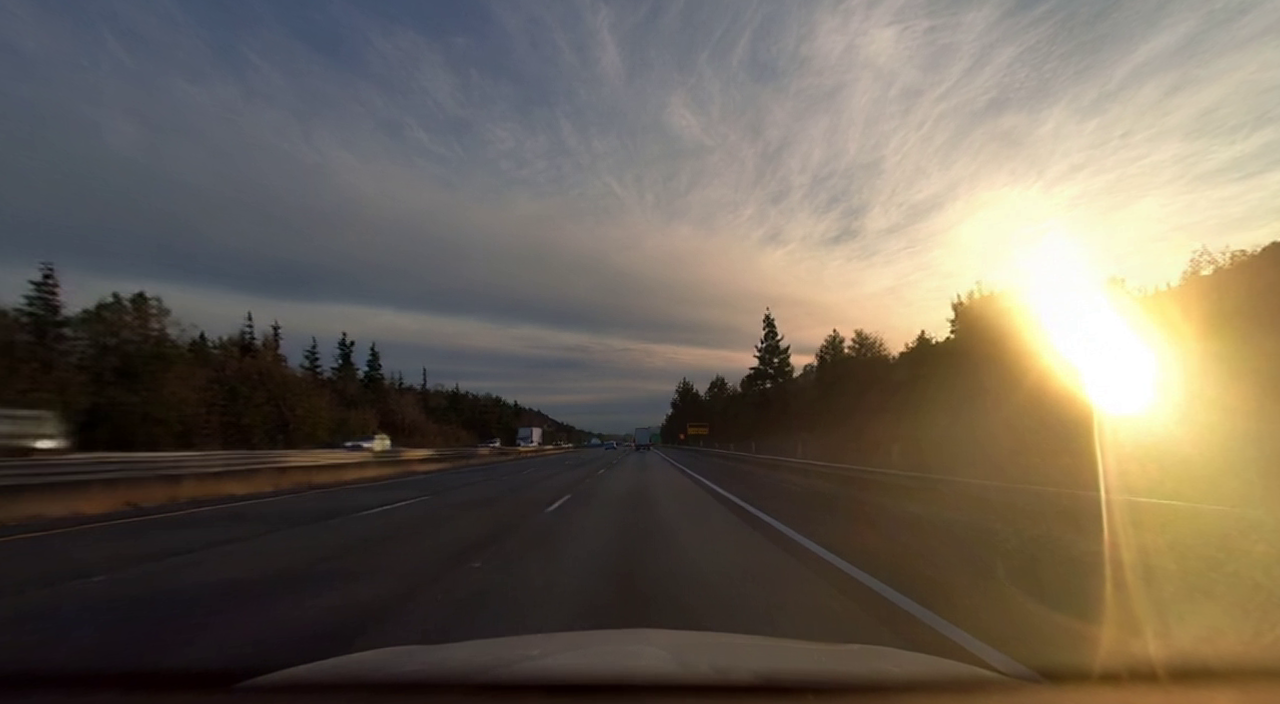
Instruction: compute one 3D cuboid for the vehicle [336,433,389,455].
[{"bbox_3d":[-19.970,6.630,45.451,1.843,1.517,4.270,0,-8,1],"label":"vehicle"}]
